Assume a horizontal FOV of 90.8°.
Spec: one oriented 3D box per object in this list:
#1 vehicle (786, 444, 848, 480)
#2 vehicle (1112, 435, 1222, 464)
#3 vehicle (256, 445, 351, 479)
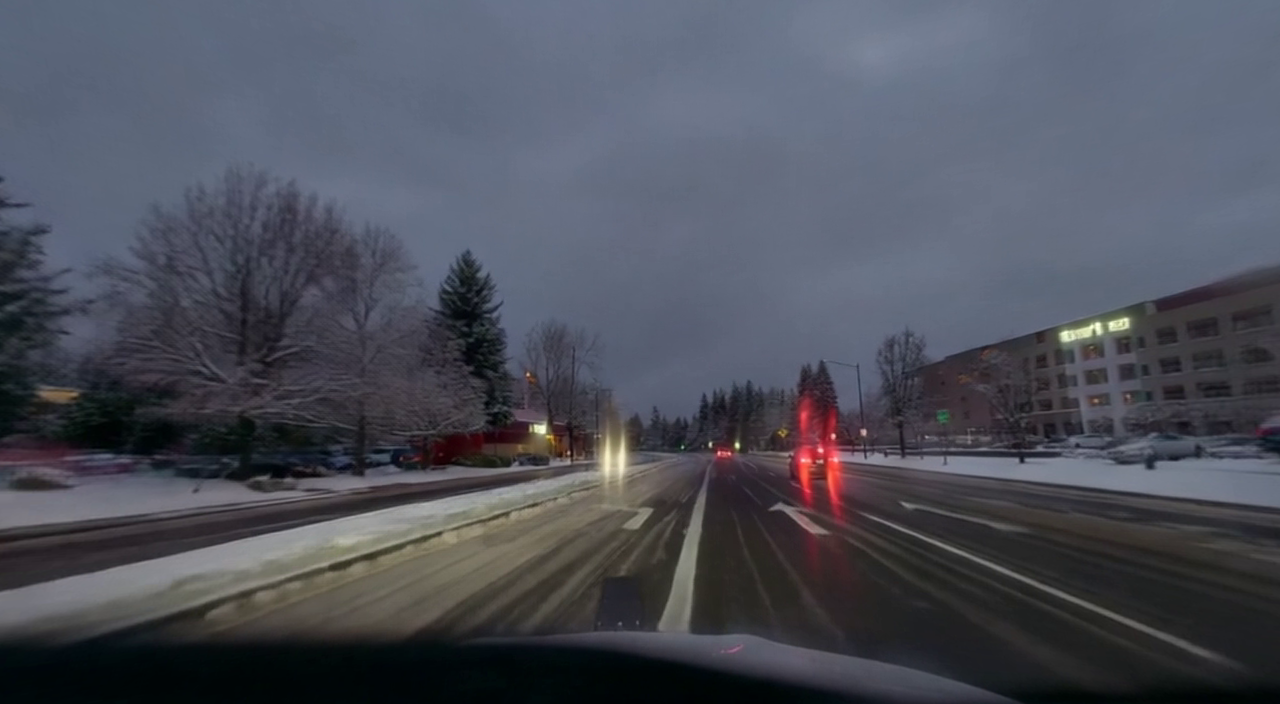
[{"bbox_3d":[8.726,5.456,31.528,2.181,1.639,4.127,-1,-9,5],"label":"vehicle"},{"bbox_3d":[26.628,4.927,32.027,3.881,1.410,1.702,-1,-9,4],"label":"vehicle"},{"bbox_3d":[-24.170,7.916,45.573,5.472,2.114,2.482,-3,-10,3],"label":"vehicle"}]
